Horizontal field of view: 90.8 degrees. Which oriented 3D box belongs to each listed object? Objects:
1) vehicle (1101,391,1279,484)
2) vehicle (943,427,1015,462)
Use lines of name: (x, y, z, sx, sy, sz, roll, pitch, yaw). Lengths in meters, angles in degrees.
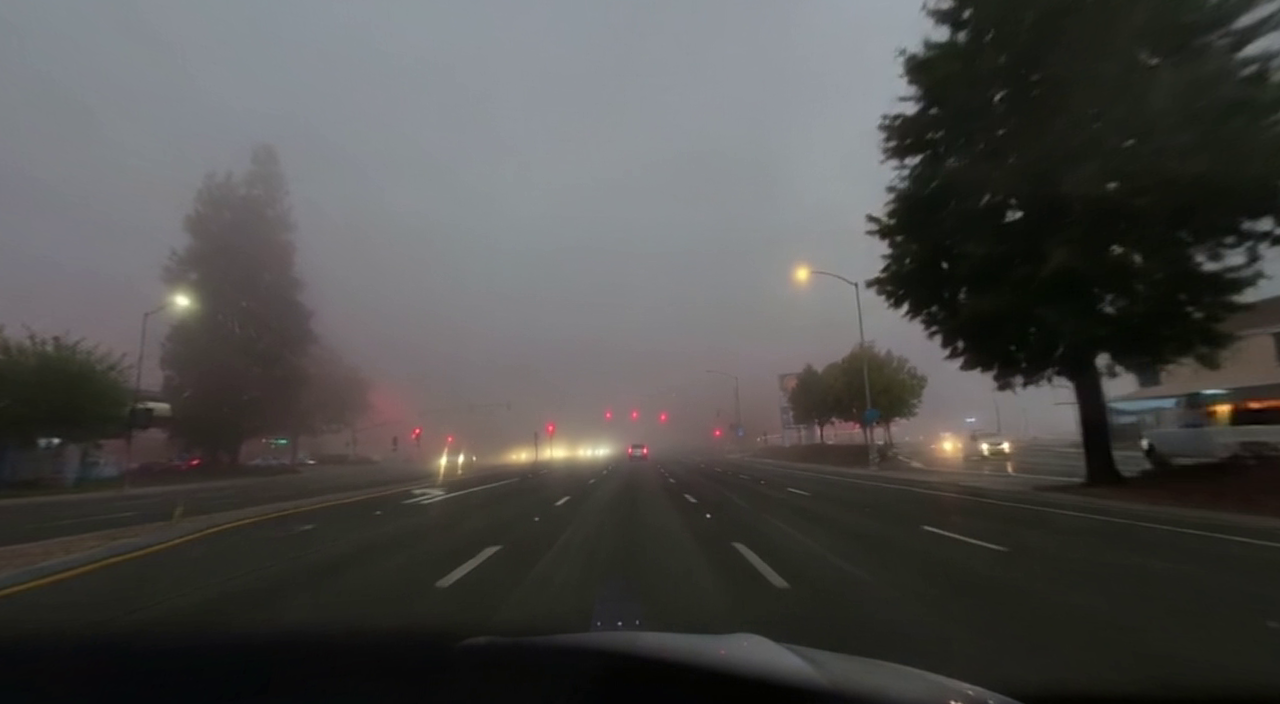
vehicle: (13.805, 1.992, 14.514, 2.249, 1.793, 5.763, 0, -8, 2)
vehicle: (16.886, 4.648, 31.695, 1.944, 1.646, 4.594, -2, -9, 13)
